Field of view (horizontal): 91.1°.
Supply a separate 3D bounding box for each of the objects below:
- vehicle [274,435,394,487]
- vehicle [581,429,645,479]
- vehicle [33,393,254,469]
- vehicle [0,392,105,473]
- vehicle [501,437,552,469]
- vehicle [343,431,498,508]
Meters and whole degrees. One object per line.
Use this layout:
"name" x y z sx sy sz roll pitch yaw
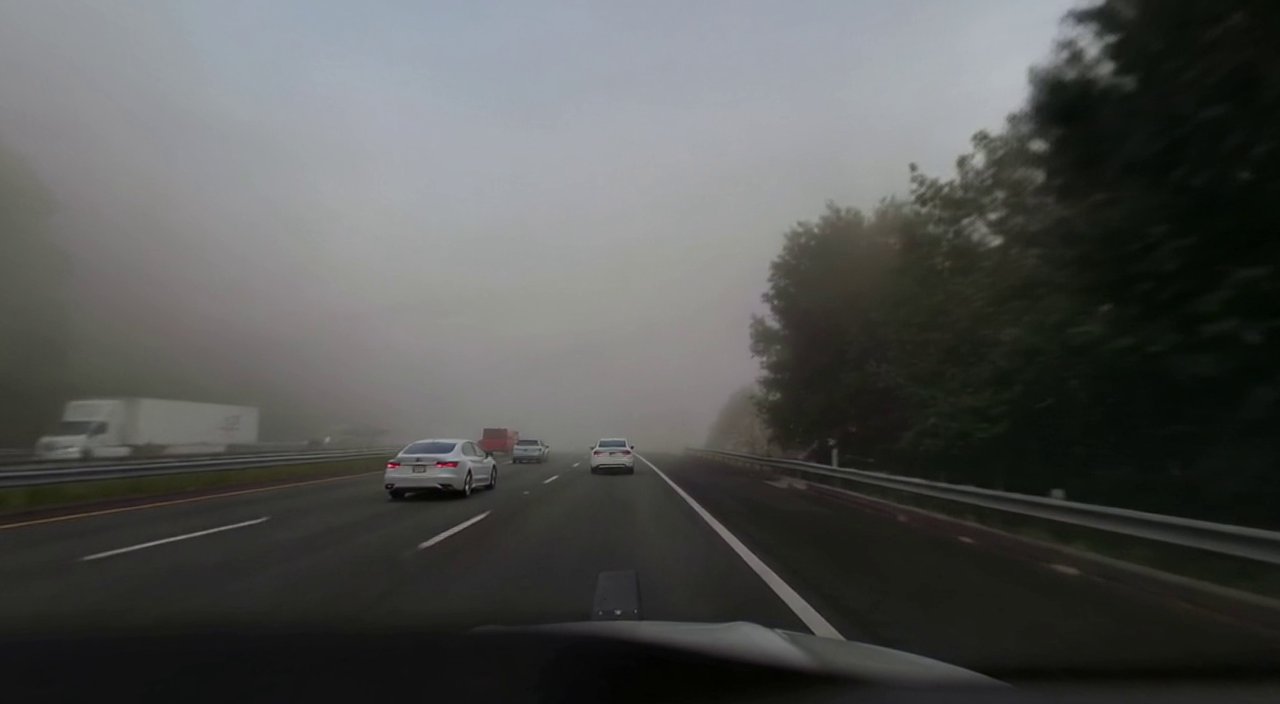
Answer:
"vehicle" -9.419 3.349 19.746 1.850 1.439 3.932 0 -8 -1
"vehicle" -0.978 3.707 23.239 2.178 1.658 3.916 0 -8 -2
"vehicle" -30.333 5.063 39.949 3.235 3.981 13.558 0 -8 -1
"vehicle" -30.078 4.074 31.902 2.981 3.860 2.886 0 -8 -2
"vehicle" -5.461 4.870 30.645 1.835 1.432 3.835 0 -8 -1
"vehicle" -4.713 2.553 14.297 1.971 1.464 4.386 0 -8 0
